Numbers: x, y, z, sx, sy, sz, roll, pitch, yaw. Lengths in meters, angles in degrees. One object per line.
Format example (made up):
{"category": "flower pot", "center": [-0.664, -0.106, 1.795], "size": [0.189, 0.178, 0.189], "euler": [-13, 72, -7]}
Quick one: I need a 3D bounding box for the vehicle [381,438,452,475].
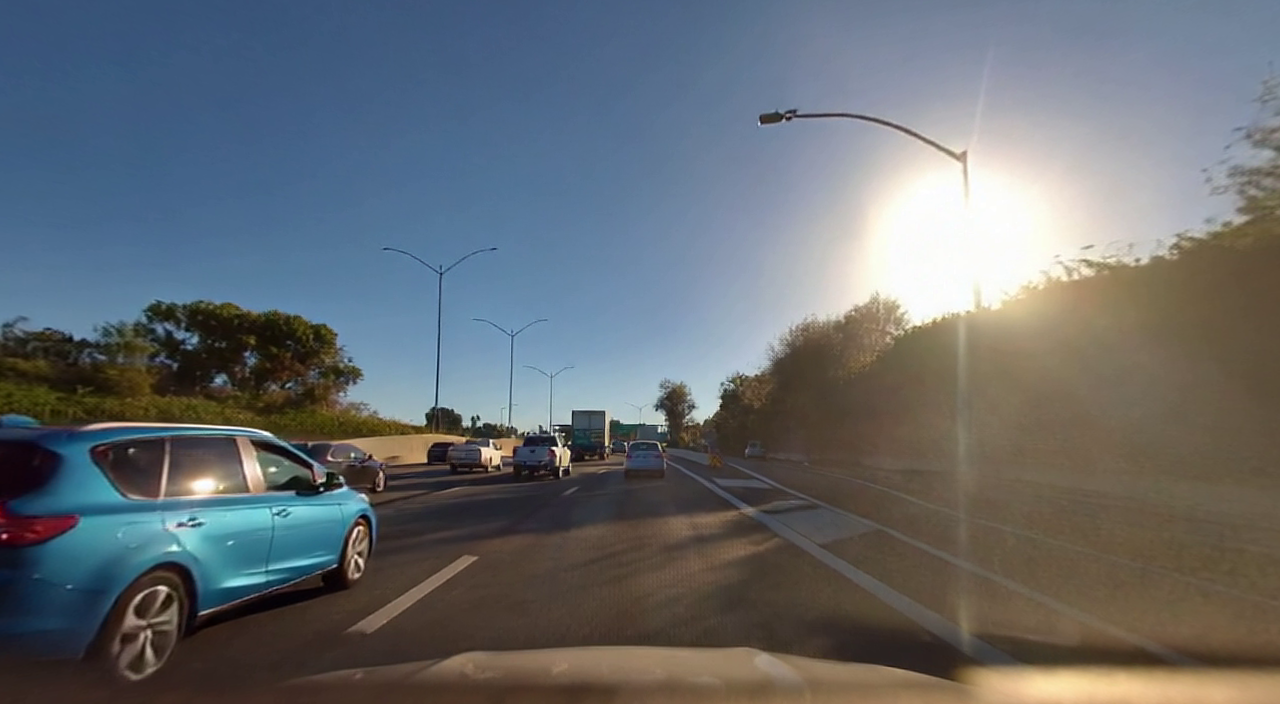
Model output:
{"category": "vehicle", "center": [-10.921, 5.136, 31.119], "size": [1.894, 1.669, 4.251], "euler": [0, -8, 0]}

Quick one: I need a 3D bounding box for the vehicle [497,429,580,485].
{"category": "vehicle", "center": [-3.513, 3.755, 22.800], "size": [2.125, 1.792, 4.466], "euler": [0, -8, 2]}

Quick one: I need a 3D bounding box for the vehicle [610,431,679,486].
{"category": "vehicle", "center": [0.147, 3.649, 21.956], "size": [2.180, 1.716, 3.920], "euler": [0, -8, 0]}

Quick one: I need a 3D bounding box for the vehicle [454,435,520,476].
{"category": "vehicle", "center": [-7.025, 4.809, 29.485], "size": [1.998, 1.770, 4.222], "euler": [0, -8, 0]}

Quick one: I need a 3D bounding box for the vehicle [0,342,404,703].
{"category": "vehicle", "center": [-3.483, 1.079, 4.061], "size": [2.209, 1.711, 4.296], "euler": [0, -8, 1]}
